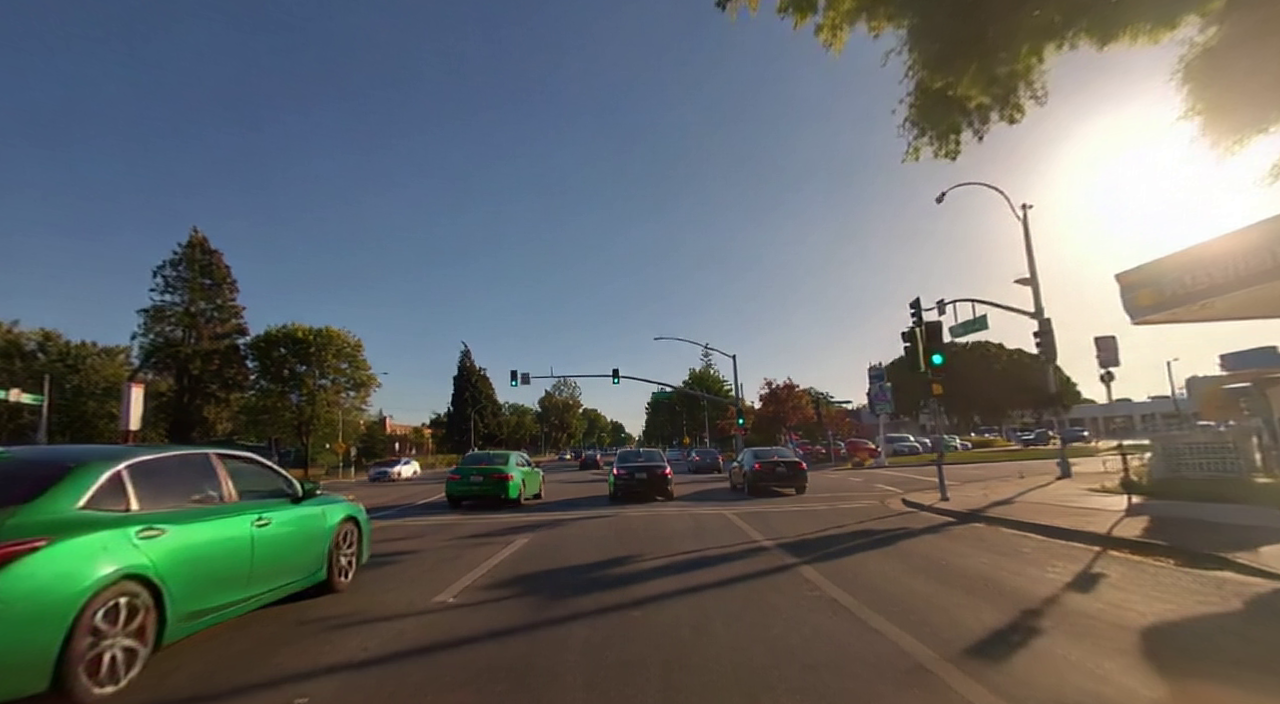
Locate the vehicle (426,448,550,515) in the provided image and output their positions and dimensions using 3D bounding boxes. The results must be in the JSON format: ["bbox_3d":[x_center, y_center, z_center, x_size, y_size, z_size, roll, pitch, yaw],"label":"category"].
[{"bbox_3d":[-3.721,3.234,16.353,1.995,1.436,4.500,-1,-8,2],"label":"vehicle"}]

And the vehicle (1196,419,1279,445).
[{"bbox_3d":[41.681,5.615,43.897,1.918,1.705,4.846,-1,-9,8],"label":"vehicle"}]

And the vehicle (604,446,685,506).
[{"bbox_3d":[0.089,3.365,17.592,1.994,1.433,3.894,0,-8,0],"label":"vehicle"}]

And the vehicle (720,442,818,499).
[{"bbox_3d":[3.675,3.441,18.818,1.920,1.479,4.548,0,-8,-1],"label":"vehicle"}]

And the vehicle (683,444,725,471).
[{"bbox_3d":[3.851,6.394,38.514,1.942,1.482,4.623,0,-8,-1],"label":"vehicle"}]

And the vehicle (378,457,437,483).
[{"bbox_3d":[-14.864,7.541,40.569,1.946,1.504,4.504,-1,-8,2],"label":"vehicle"}]

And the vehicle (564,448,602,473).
[{"bbox_3d":[-3.586,6.948,40.617,1.896,1.501,4.390,-1,-8,2],"label":"vehicle"}]

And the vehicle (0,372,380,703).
[{"bbox_3d":[-3.701,1.146,4.017,2.023,1.687,4.874,0,-8,0],"label":"vehicle"}]
